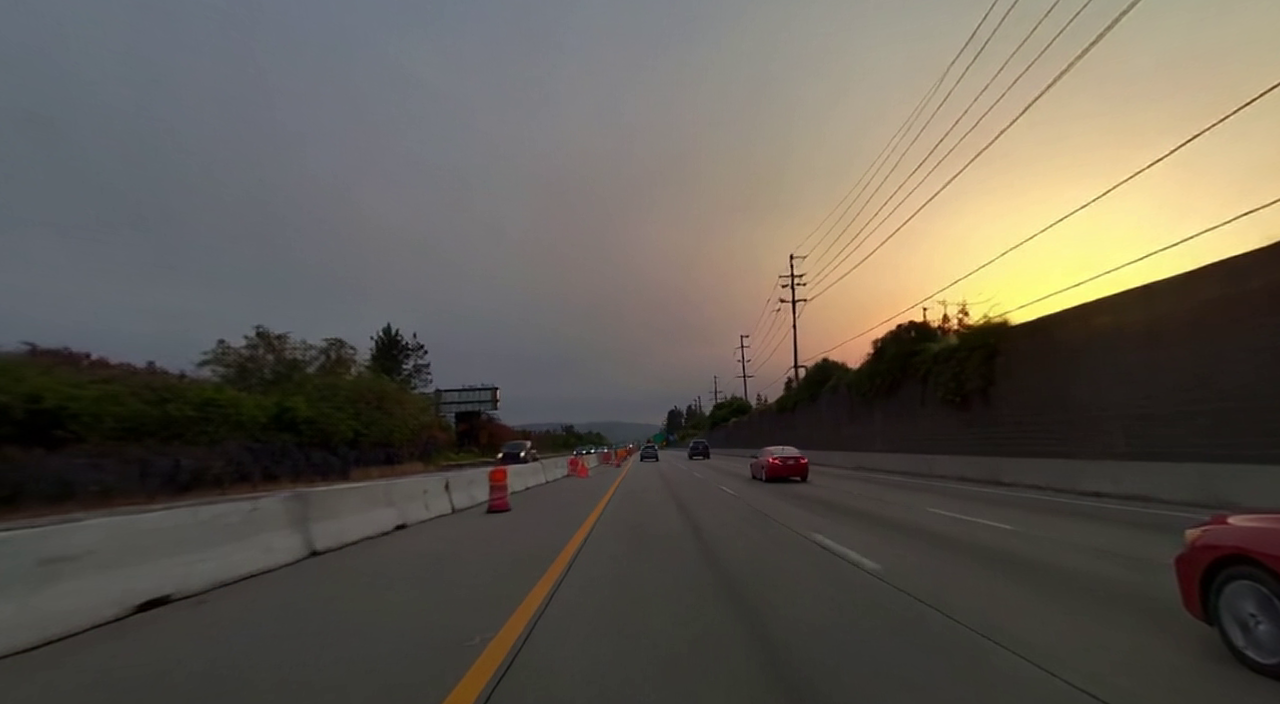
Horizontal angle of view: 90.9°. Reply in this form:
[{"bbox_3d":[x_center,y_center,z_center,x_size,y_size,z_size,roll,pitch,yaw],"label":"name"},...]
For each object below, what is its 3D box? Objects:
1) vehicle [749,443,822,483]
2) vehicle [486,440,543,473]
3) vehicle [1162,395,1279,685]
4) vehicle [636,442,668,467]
[{"bbox_3d":[5.665,4.344,25.025,1.881,1.409,4.016,0,-8,0],"label":"vehicle"},{"bbox_3d":[-7.245,6.055,36.820,2.176,1.763,4.720,-1,-8,2],"label":"vehicle"},{"bbox_3d":[4.471,0.794,1.858,1.997,1.568,4.529,0,-8,1],"label":"vehicle"},{"bbox_3d":[0.807,7.010,43.219,2.096,1.583,4.150,0,-8,0],"label":"vehicle"}]
